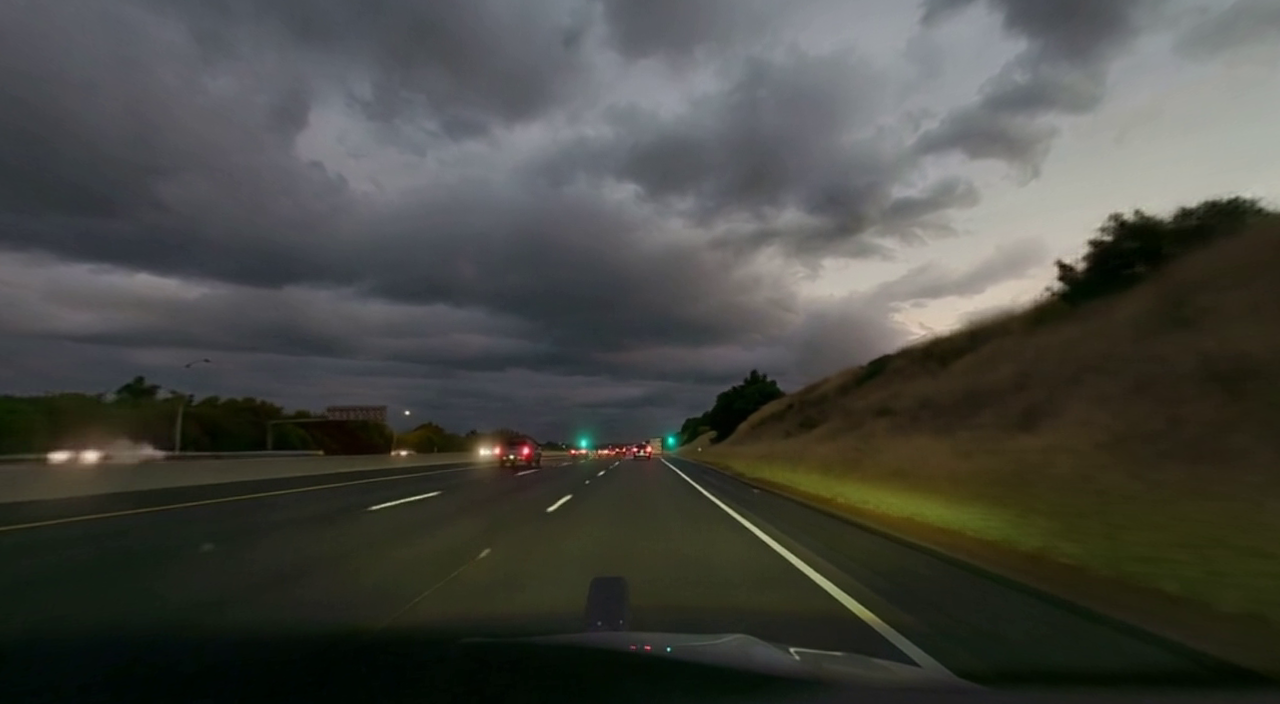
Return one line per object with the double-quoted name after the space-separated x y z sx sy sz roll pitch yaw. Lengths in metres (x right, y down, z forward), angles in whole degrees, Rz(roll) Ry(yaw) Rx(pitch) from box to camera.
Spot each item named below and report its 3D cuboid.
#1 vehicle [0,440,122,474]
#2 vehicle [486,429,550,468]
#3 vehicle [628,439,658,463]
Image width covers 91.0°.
-29.224 5.275 31.951 1.951 1.549 4.563 0 -8 1 "vehicle"
-6.707 5.391 35.334 2.438 1.967 5.596 0 -8 0 "vehicle"
0.217 7.464 47.648 2.141 1.706 4.065 0 -8 -1 "vehicle"
